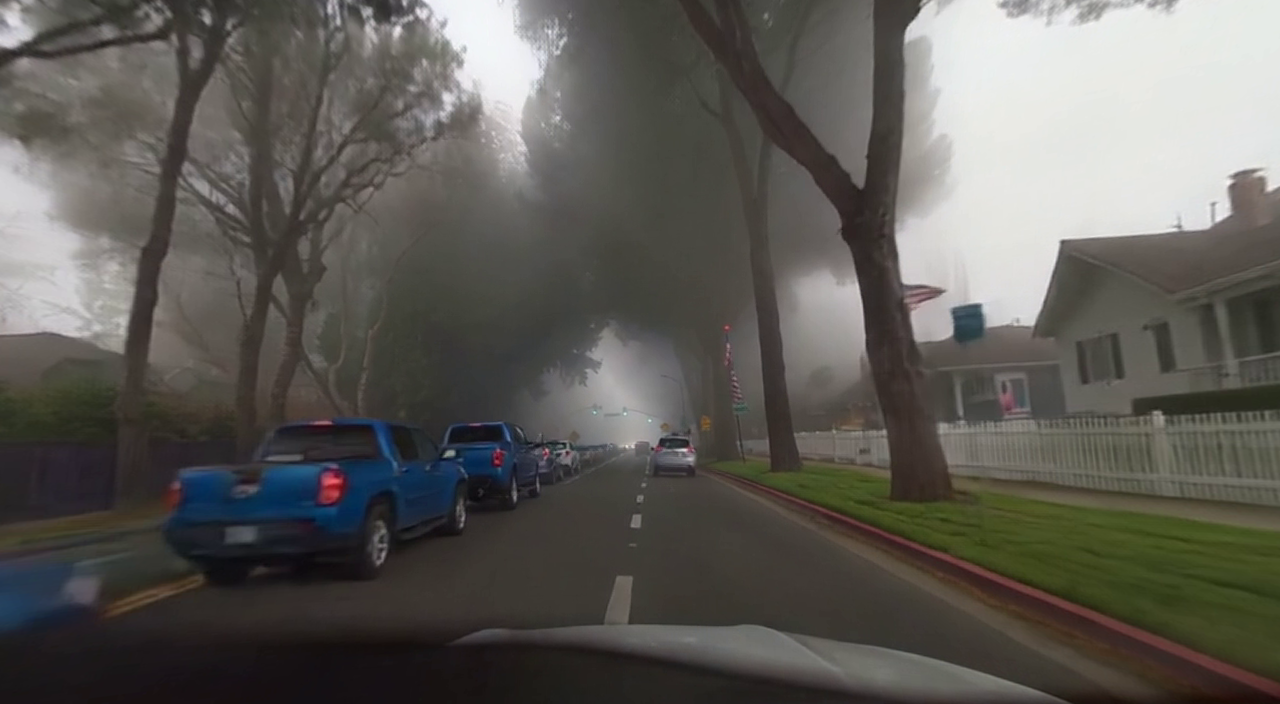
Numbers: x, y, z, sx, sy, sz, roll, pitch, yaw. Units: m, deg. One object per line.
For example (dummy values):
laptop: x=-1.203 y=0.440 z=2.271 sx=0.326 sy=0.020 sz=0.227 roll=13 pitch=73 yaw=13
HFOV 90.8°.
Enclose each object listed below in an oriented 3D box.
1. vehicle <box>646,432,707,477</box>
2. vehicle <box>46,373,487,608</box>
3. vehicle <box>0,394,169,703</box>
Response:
vehicle: x=1.381 y=4.187 z=26.029 sx=2.258 sy=1.682 sz=4.635 roll=0 pitch=-9 yaw=0
vehicle: x=-3.620 y=1.473 z=7.605 sx=2.404 sy=1.900 sz=4.770 roll=0 pitch=-9 yaw=-1
vehicle: x=-3.085 y=0.673 z=0.582 sx=1.919 sy=1.501 sz=4.509 roll=0 pitch=-9 yaw=-2
